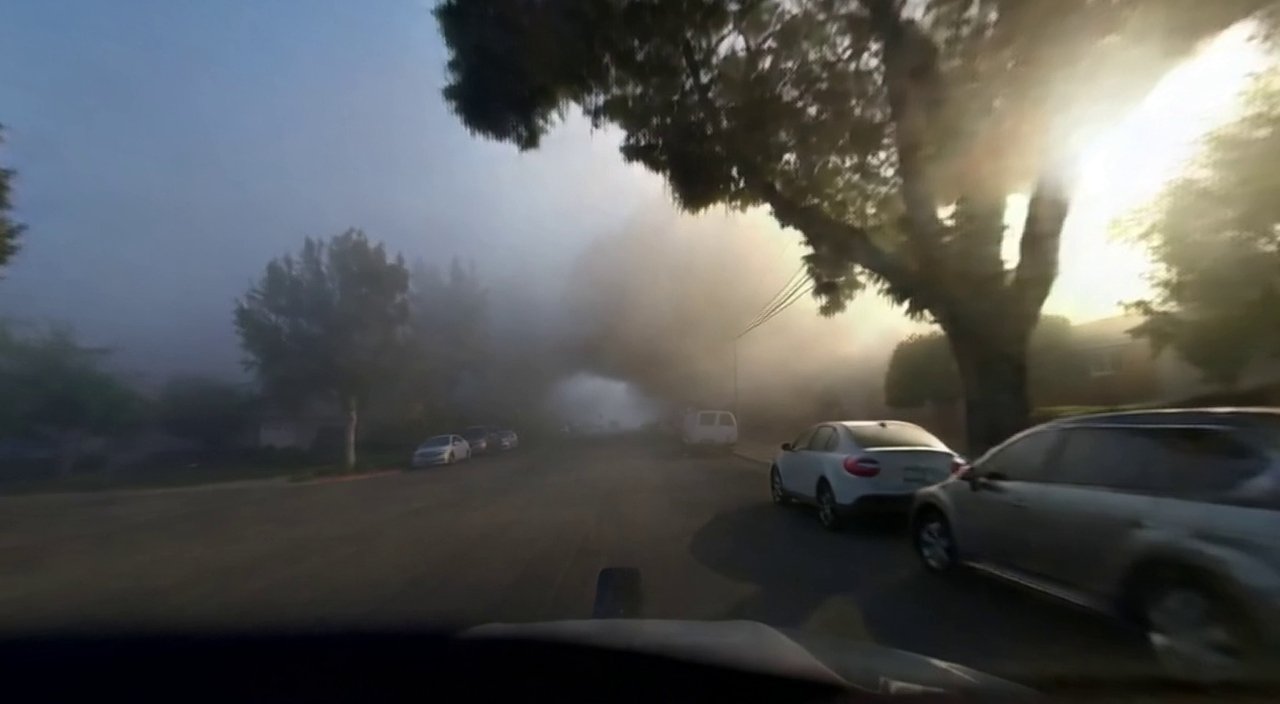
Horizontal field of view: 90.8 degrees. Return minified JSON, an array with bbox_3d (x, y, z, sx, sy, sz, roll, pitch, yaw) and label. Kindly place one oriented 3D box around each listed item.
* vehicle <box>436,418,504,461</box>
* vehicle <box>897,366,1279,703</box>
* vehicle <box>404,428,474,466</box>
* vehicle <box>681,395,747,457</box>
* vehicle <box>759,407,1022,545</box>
[{"bbox_3d":[-8.596,4.447,32.392,2.163,1.841,4.679,-6,-7,-1],"label":"vehicle"},{"bbox_3d":[3.675,1.065,4.038,2.047,1.598,4.321,0,-8,-3],"label":"vehicle"},{"bbox_3d":[-8.446,4.025,26.866,1.821,1.476,4.060,0,-8,-3],"label":"vehicle"},{"bbox_3d":[3.043,3.178,26.744,2.233,2.453,3.787,0,-8,-1],"label":"vehicle"},{"bbox_3d":[3.558,1.877,10.289,2.079,1.681,4.933,0,-8,-2],"label":"vehicle"}]
